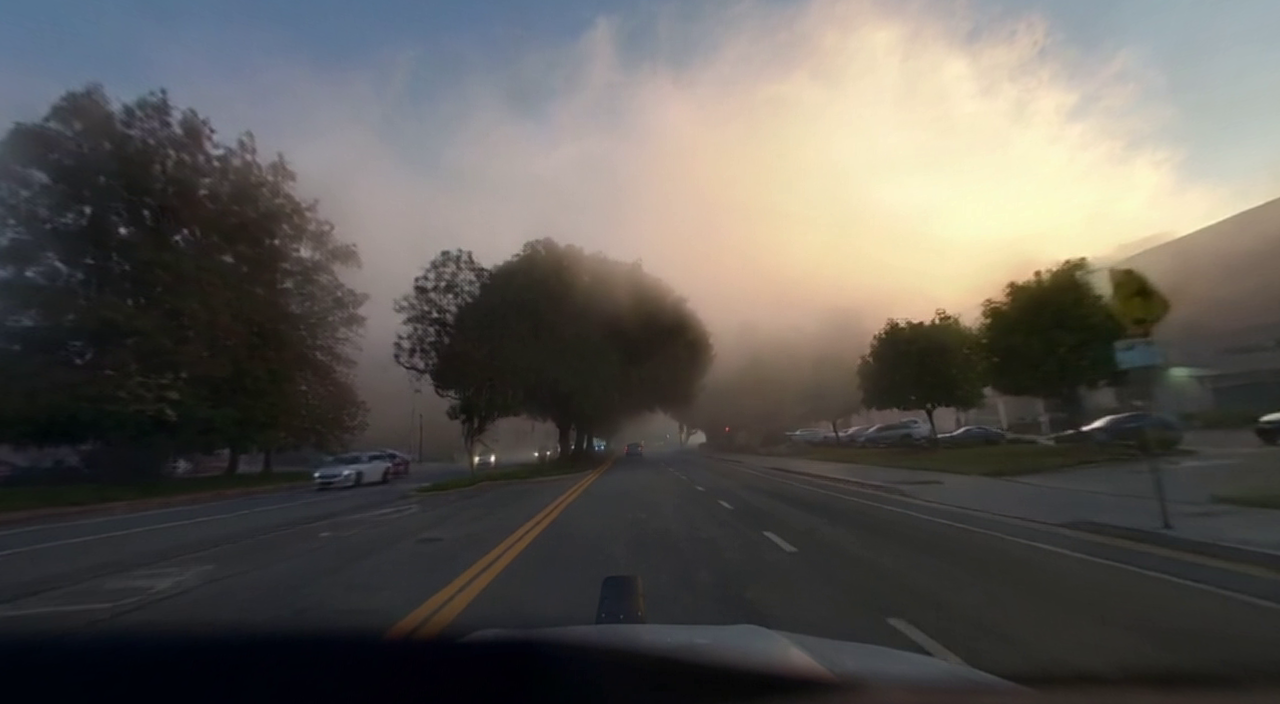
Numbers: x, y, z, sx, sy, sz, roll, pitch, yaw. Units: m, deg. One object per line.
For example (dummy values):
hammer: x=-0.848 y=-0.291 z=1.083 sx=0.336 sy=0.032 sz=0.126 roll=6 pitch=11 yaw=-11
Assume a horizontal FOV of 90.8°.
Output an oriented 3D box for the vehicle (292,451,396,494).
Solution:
vehicle: x=-11.790 y=4.803 z=25.551 sx=1.945 sy=1.492 sz=4.672 roll=0 pitch=-9 yaw=0

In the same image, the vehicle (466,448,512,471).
vehicle: x=-10.578 y=7.543 z=44.608 sx=2.020 sy=1.490 sz=4.657 roll=-1 pitch=-9 yaw=2
